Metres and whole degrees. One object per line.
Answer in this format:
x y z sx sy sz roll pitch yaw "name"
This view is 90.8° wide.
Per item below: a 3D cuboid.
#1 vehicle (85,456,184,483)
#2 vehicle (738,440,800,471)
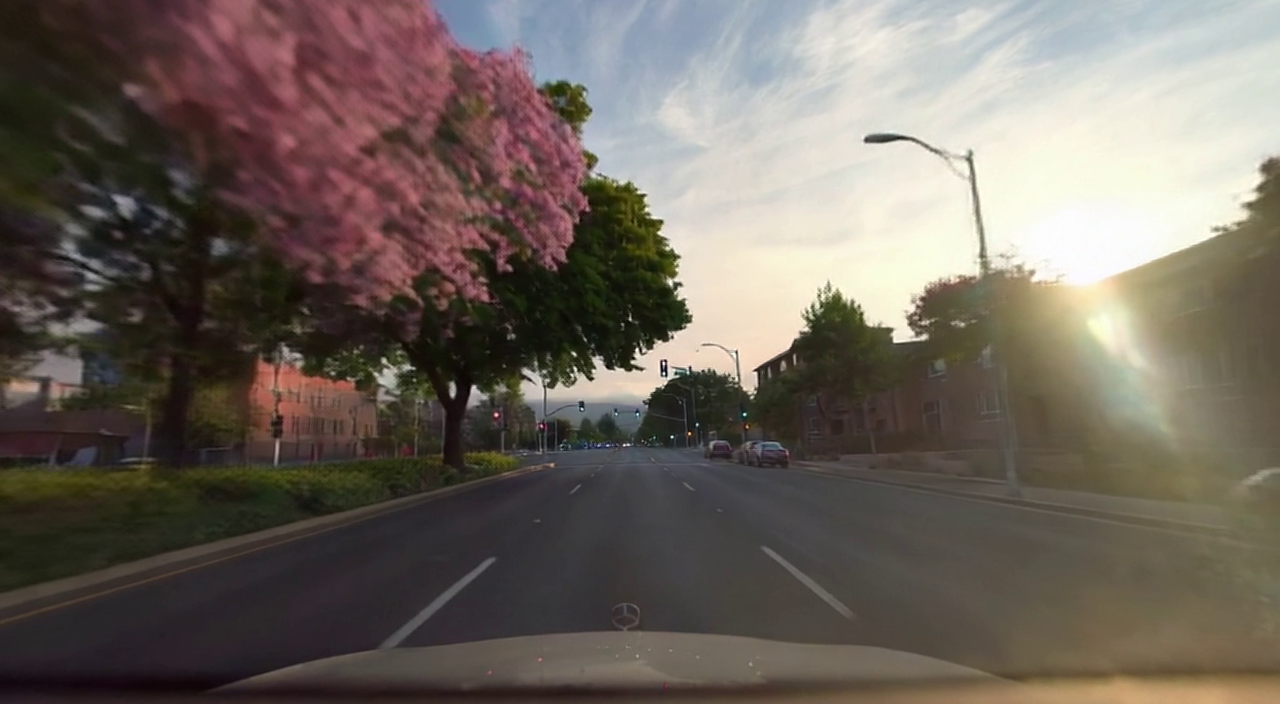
-34.970 8.104 43.891 1.985 1.691 5.024 -3 -9 16 "vehicle"
6.500 5.279 32.385 1.891 1.456 4.909 0 -8 -3 "vehicle"
